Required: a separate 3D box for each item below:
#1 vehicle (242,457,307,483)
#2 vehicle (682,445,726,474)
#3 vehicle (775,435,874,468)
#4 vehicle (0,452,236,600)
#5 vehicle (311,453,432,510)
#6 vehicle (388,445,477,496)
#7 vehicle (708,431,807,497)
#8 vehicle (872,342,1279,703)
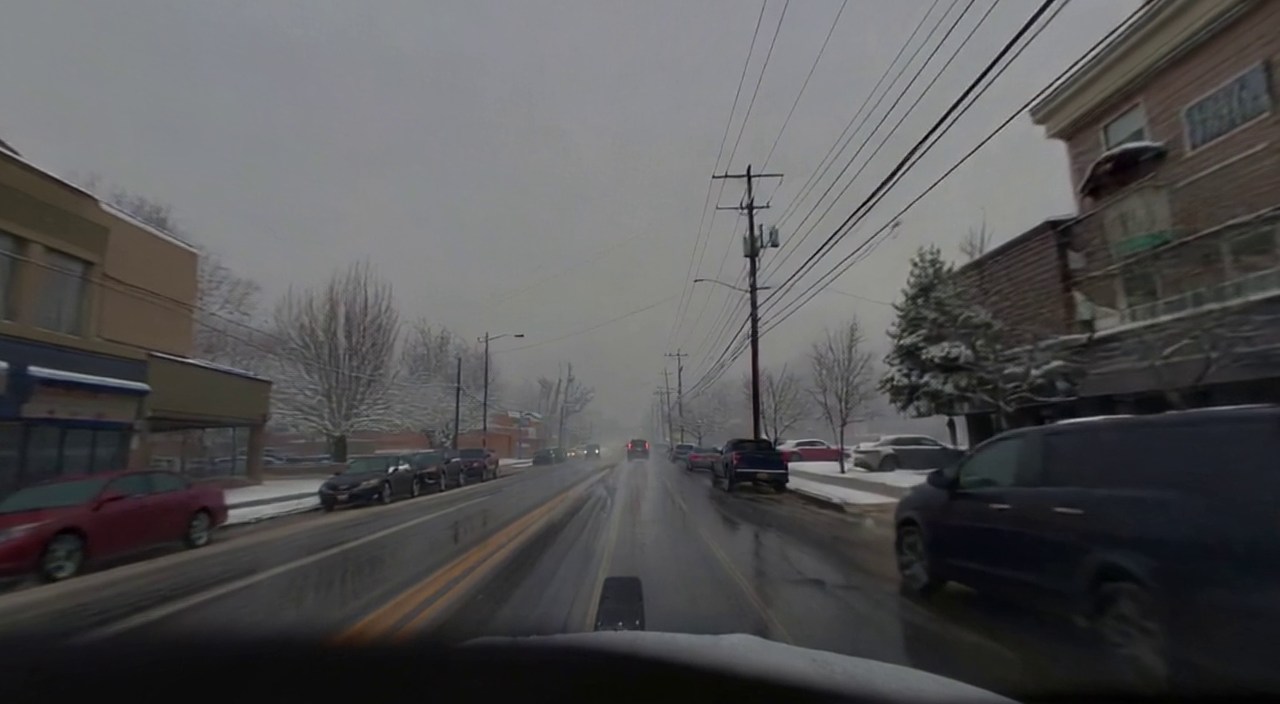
[{"bbox_3d":[-23.428,7.540,40.639,1.866,1.397,3.991,-2,-9,-2],"label":"vehicle"},{"bbox_3d":[3.431,5.886,34.809,1.866,1.439,4.482,0,-9,-1],"label":"vehicle"},{"bbox_3d":[9.954,5.394,34.405,4.744,1.610,1.921,-2,-8,1],"label":"vehicle"},{"bbox_3d":[-8.565,2.450,9.647,1.860,1.565,4.569,-2,-7,-1],"label":"vehicle"},{"bbox_3d":[-8.676,4.190,20.987,2.022,1.501,4.860,0,-7,-1],"label":"vehicle"},{"bbox_3d":[-8.530,4.859,26.517,2.045,1.820,4.858,0,-7,0],"label":"vehicle"},{"bbox_3d":[3.493,3.442,19.796,2.088,1.765,4.704,0,-9,-1],"label":"vehicle"},{"bbox_3d":[3.446,1.130,4.224,1.962,1.752,4.478,0,-10,-1],"label":"vehicle"}]
